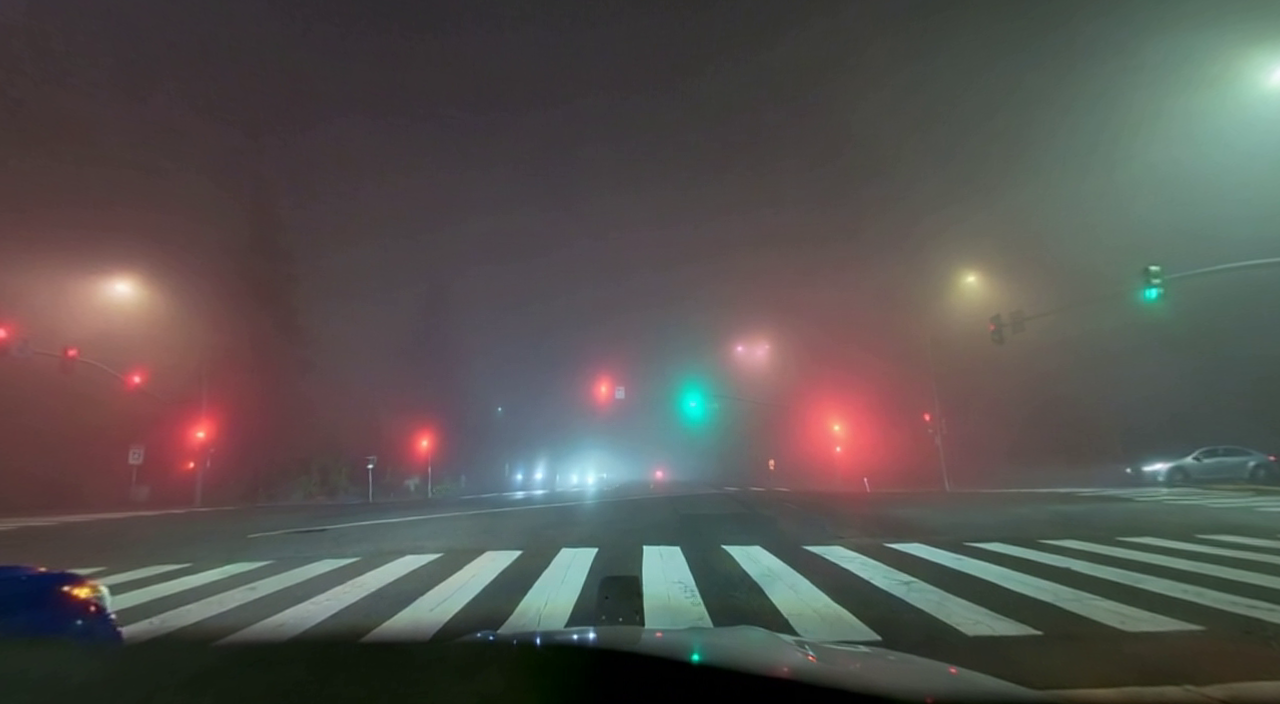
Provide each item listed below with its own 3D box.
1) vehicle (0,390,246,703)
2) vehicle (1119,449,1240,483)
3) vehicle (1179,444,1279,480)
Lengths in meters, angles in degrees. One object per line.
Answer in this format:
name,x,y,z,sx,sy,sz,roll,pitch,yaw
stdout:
vehicle,-3.002,0.776,1.257,1.969,1.513,3.773,0,-9,0
vehicle,25.102,5.280,29.490,4.123,1.469,1.790,0,-8,-5
vehicle,25.671,4.611,26.584,4.347,1.411,1.784,0,-9,-3
